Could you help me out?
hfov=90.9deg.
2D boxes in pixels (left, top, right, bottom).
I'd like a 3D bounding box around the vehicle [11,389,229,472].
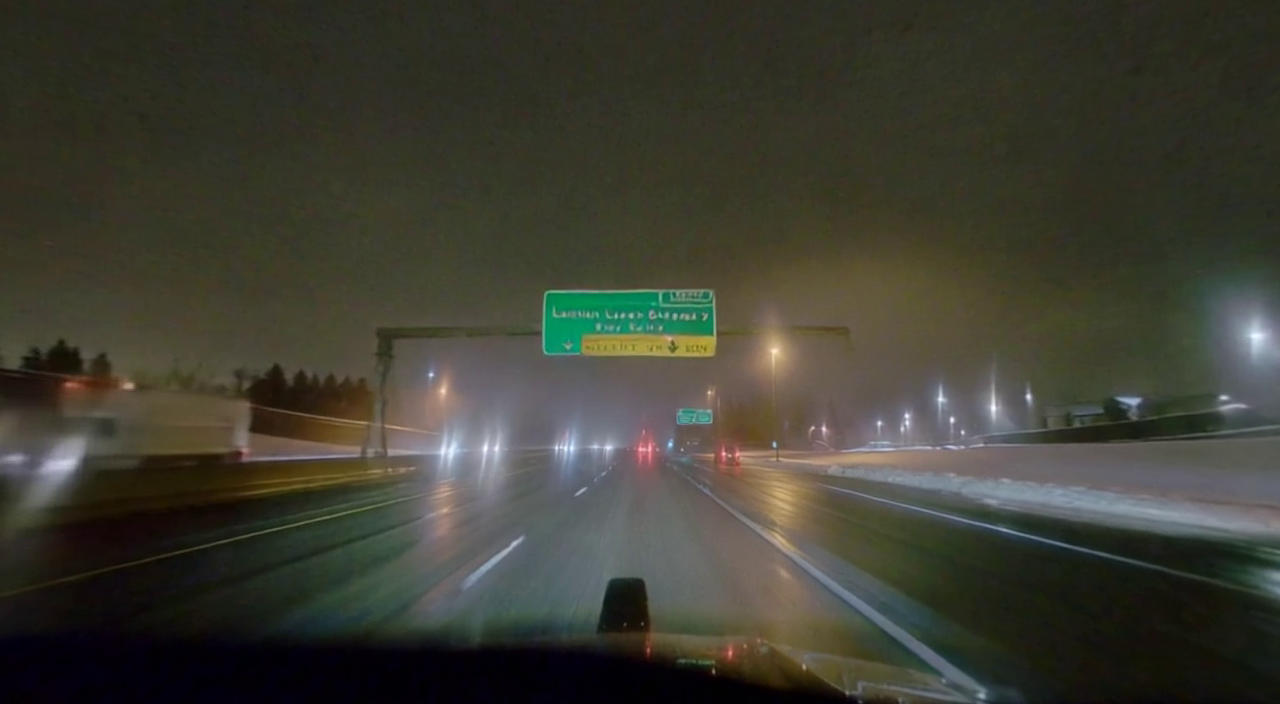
[{"bbox_3d":[-25.208,4.008,31.531,2.936,3.514,9.249,0,-8,0],"label":"vehicle"}]
